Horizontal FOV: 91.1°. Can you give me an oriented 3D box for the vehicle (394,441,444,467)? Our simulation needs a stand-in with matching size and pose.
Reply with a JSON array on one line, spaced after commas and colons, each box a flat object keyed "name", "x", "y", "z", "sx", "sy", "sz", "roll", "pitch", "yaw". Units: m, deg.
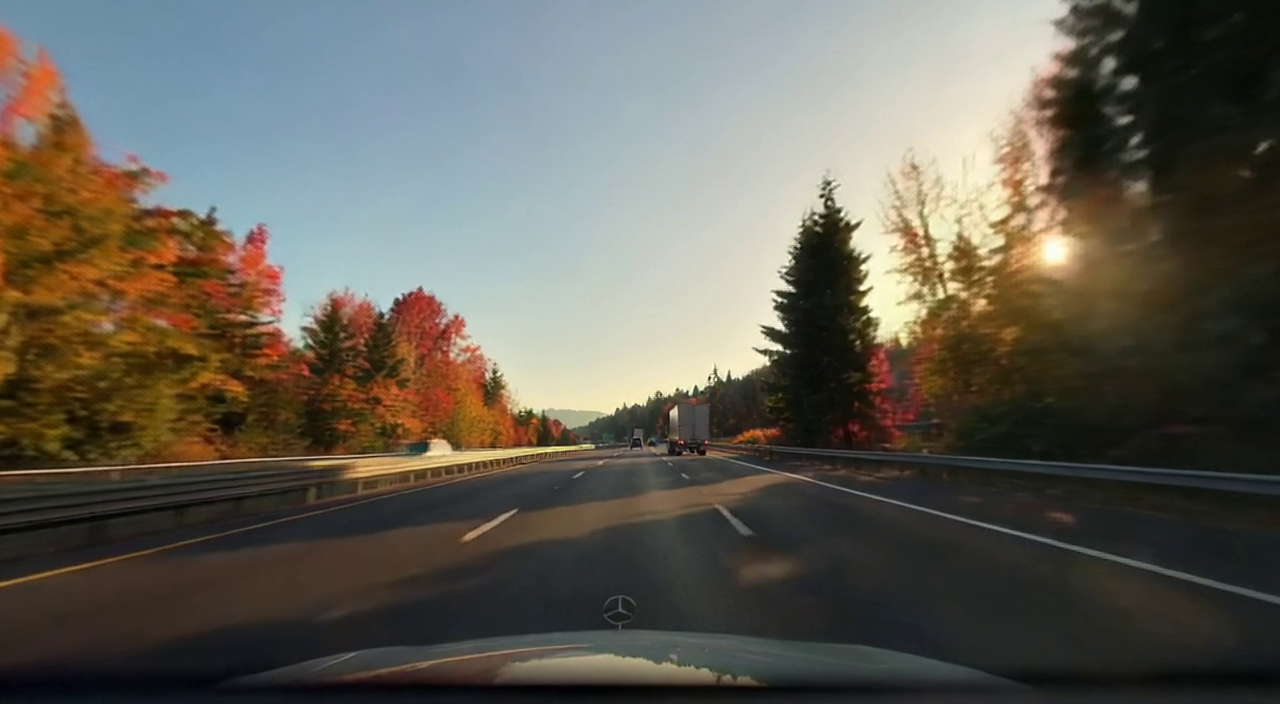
[{"name": "vehicle", "x": -13.916, "y": 6.413, "z": 39.718, "sx": 1.806, "sy": 1.491, "sz": 3.826, "roll": 0, "pitch": -8, "yaw": -1}]
